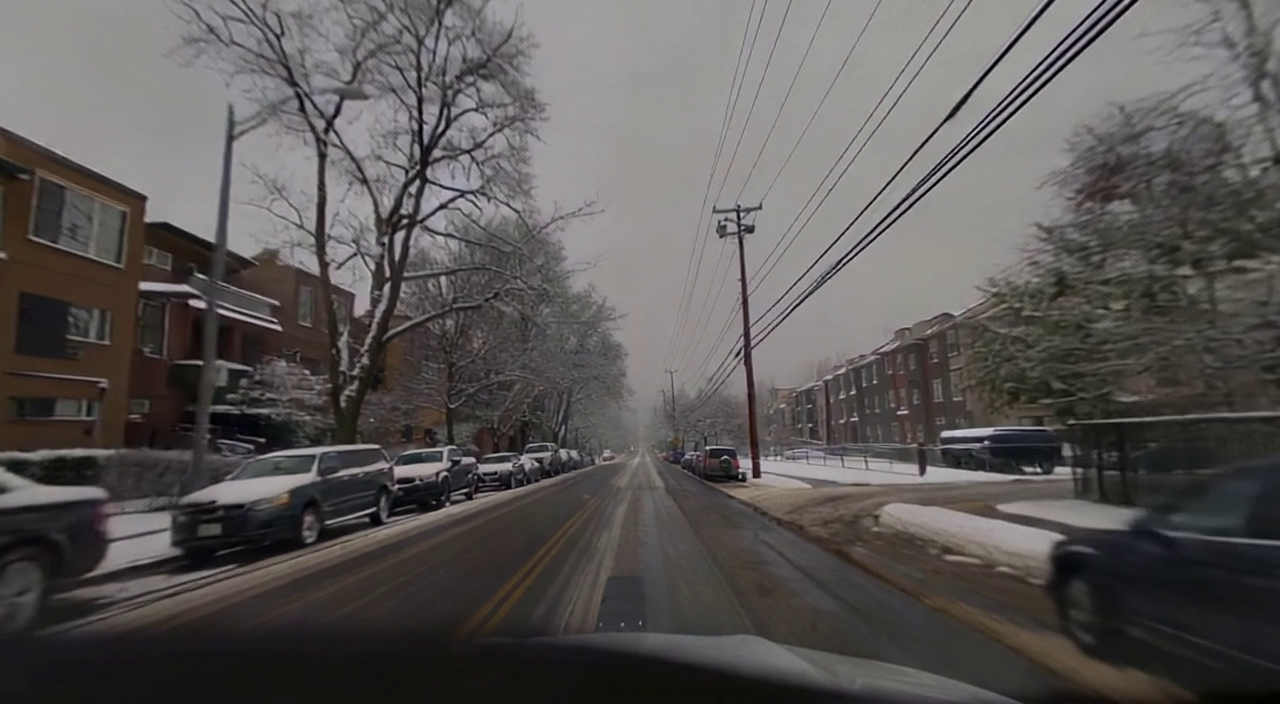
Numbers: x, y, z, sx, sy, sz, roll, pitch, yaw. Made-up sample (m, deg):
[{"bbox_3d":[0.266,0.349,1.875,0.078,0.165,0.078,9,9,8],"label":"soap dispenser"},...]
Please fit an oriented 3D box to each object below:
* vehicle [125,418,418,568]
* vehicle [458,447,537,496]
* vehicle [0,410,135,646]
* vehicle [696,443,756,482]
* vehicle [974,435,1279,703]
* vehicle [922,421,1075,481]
[{"bbox_3d":[-6.219,2.498,11.758,2.120,1.989,5.616,-3,-10,0],"label":"vehicle"},{"bbox_3d":[-6.003,5.053,27.069,2.247,1.698,4.944,-4,-8,-1],"label":"vehicle"},{"bbox_3d":[-6.190,1.303,3.935,2.056,1.876,4.824,-2,-8,0],"label":"vehicle"},{"bbox_3d":[4.074,5.311,30.541,2.328,1.730,4.225,0,-9,0],"label":"vehicle"},{"bbox_3d":[3.800,1.135,3.059,1.901,1.439,4.131,0,-9,-3],"label":"vehicle"},{"bbox_3d":[14.028,3.964,25.313,2.229,2.040,6.832,0,-9,1],"label":"vehicle"}]
